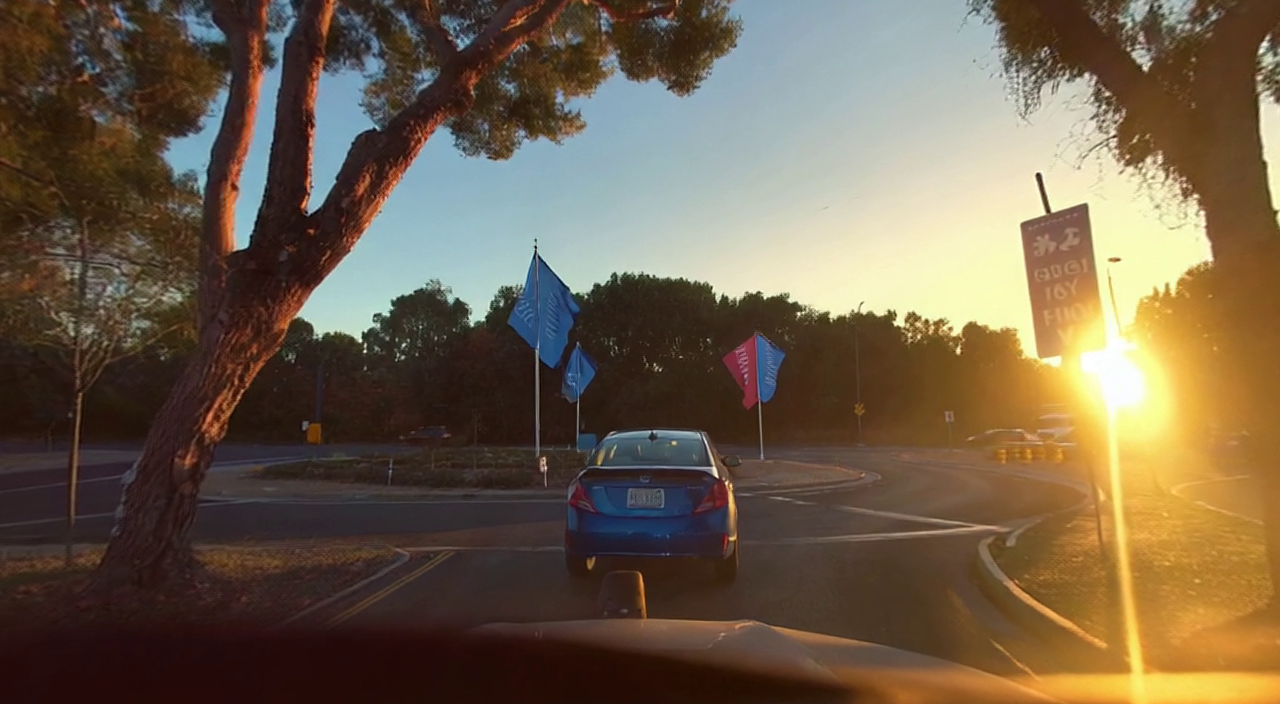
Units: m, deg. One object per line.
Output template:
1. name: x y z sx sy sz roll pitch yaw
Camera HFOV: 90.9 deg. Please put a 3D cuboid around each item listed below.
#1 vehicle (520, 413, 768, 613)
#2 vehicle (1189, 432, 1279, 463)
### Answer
1. vehicle: 0.292 1.645 7.312 2.078 1.607 4.010 -2 -9 8
2. vehicle: 35.150 5.554 36.748 4.485 1.691 2.132 1 -9 -7
